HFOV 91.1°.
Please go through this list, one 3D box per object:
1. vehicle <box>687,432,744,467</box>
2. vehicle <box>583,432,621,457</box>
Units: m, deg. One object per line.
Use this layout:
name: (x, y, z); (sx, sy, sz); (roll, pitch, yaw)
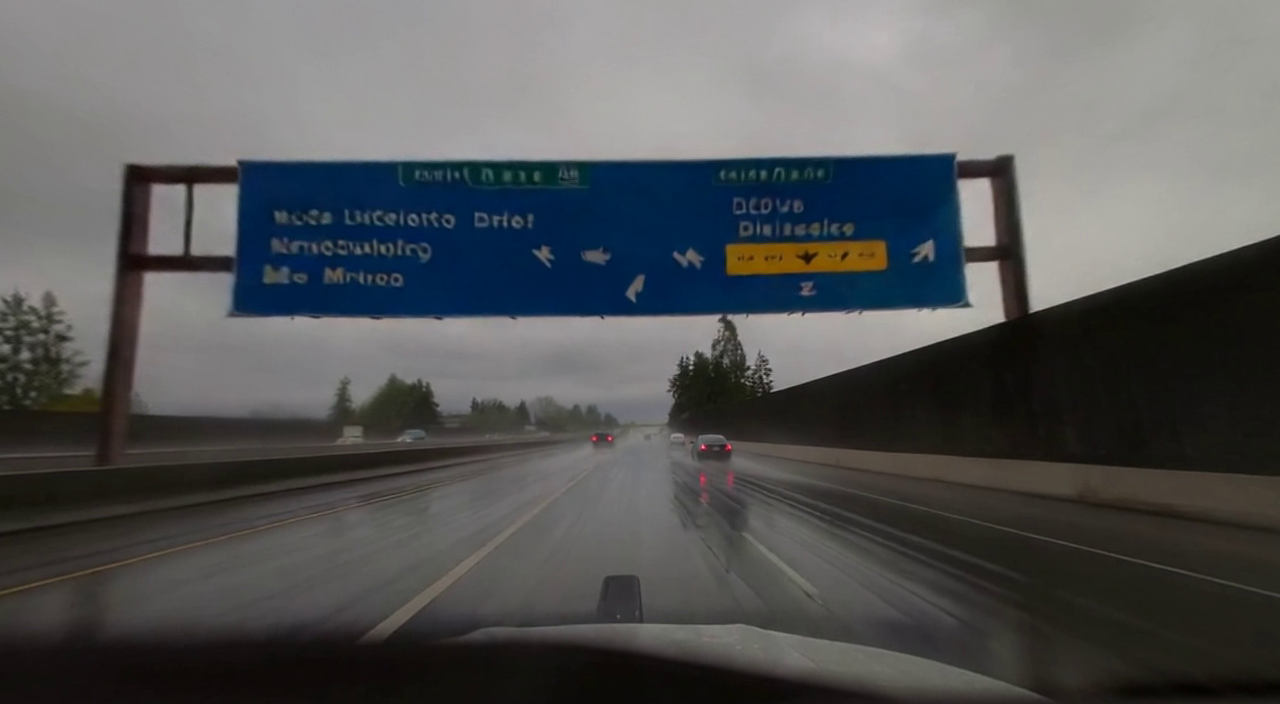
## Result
vehicle: (3.510, 4.638, 30.234); (2.077, 1.523, 4.539); (0, -8, -2)
vehicle: (-2.527, 6.262, 42.739); (2.219, 1.660, 4.153); (0, -8, 1)
